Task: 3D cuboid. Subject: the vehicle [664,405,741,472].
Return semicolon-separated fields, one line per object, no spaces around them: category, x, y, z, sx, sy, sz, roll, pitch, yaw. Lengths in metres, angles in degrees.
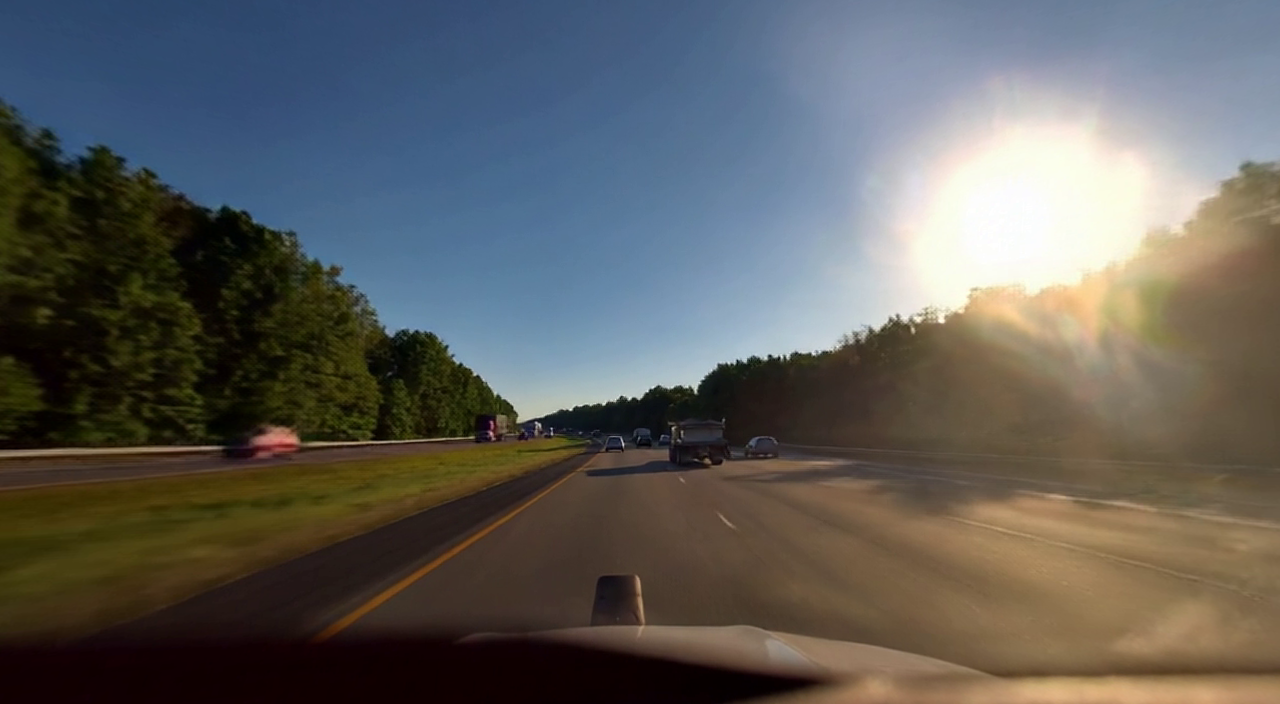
vehicle;2.452;3.616;26.515;2.436;2.521;5.409;0;-8;-3

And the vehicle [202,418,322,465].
vehicle;-13.954;3.326;23.602;1.854;1.557;4.257;0;-8;0

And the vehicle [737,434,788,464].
vehicle;6.438;5.120;33.595;1.821;1.468;3.805;0;-8;-2
